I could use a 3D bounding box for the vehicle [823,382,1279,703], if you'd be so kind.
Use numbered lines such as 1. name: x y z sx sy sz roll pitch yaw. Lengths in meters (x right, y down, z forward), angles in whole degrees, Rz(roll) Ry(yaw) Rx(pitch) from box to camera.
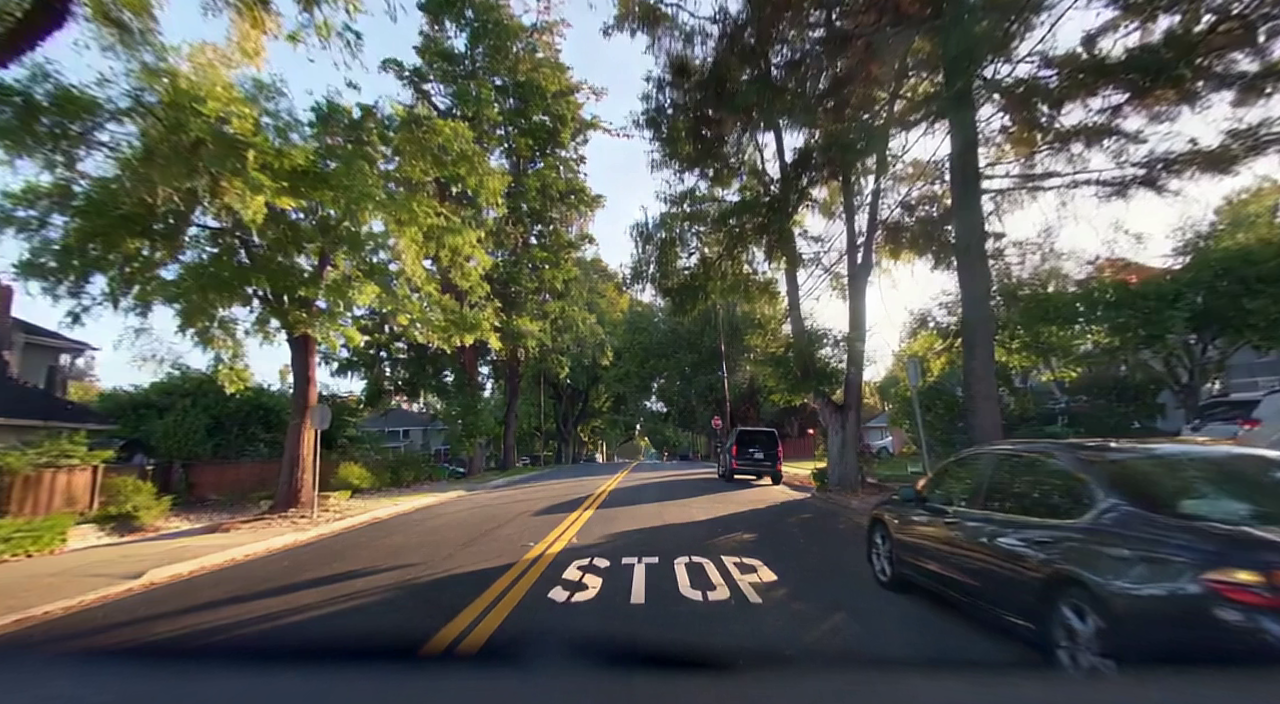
1. vehicle: 2.958 1.151 3.893 1.969 1.549 5.038 0 -9 -2

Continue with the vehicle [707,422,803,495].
1. vehicle: 3.273 3.155 18.943 2.109 1.875 4.488 -1 -9 1
